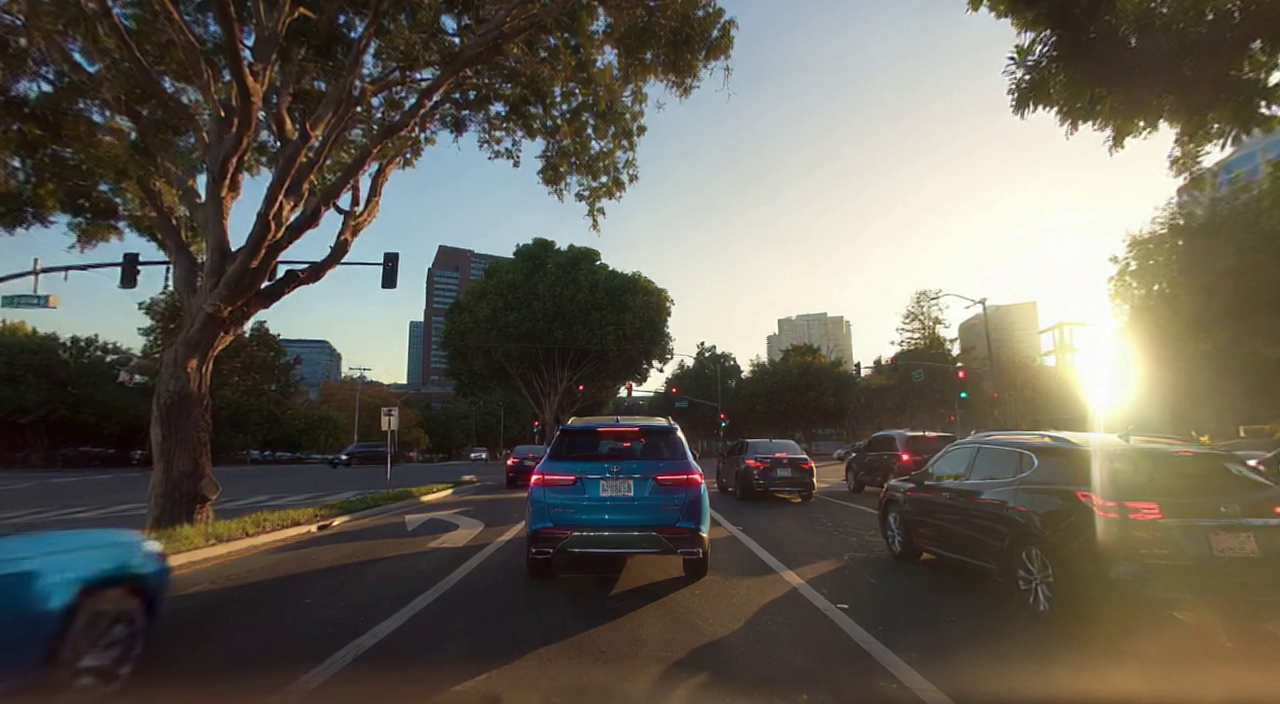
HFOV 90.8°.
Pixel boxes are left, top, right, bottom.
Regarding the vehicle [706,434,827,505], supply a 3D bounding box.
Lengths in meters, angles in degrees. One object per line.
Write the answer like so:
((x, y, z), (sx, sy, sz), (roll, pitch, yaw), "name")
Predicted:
((2.960, 2.856, 15.770), (1.950, 1.506, 4.086), (0, -8, -3), "vehicle")

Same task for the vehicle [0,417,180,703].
((-3.680, 0.816, 1.333), (2.063, 1.454, 4.553), (0, -8, -2), "vehicle")

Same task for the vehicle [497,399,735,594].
((-0.274, 1.560, 7.625), (2.101, 1.707, 3.904), (0, -8, -2), "vehicle")

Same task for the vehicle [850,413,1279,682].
((3.612, 1.397, 5.693), (1.861, 1.478, 4.185), (0, -8, -2), "vehicle")

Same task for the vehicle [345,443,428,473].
((-16.170, 6.714, 40.263), (4.972, 1.794, 2.186), (-5, -10, 29), "vehicle")
